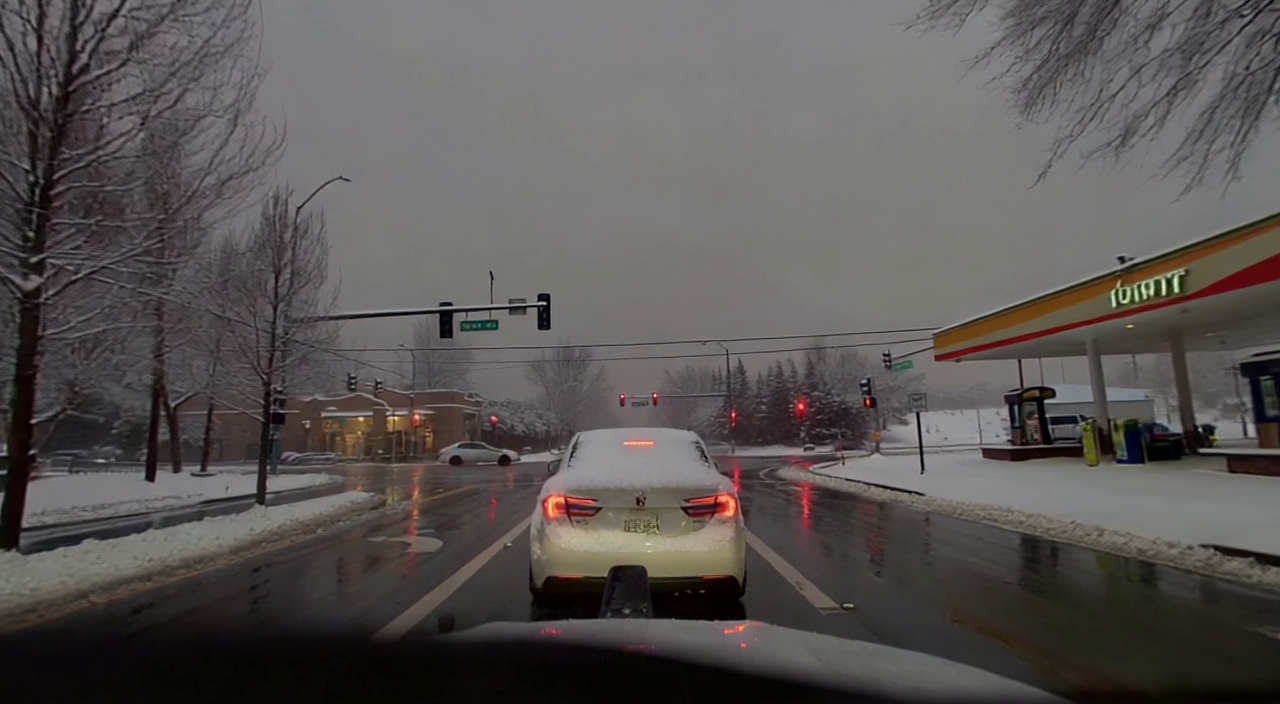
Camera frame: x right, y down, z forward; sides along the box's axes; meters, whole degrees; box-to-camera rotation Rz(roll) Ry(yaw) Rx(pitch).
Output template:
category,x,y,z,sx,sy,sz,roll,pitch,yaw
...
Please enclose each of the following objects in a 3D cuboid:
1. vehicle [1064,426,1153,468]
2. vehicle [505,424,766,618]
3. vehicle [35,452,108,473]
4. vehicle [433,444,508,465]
category,x,y,z,sx,sy,sz,roll,pitch,yaw
vehicle,18.553,3.734,24.898,4.091,1.495,2.053,8,-12,-44
vehicle,-0.047,1.604,6.955,2.010,1.482,4.057,0,-8,0
vehicle,-43.643,8.487,48.435,3.975,1.563,1.755,-1,-8,4
vehicle,-12.255,7.434,45.694,4.813,1.455,1.889,-1,-8,5
